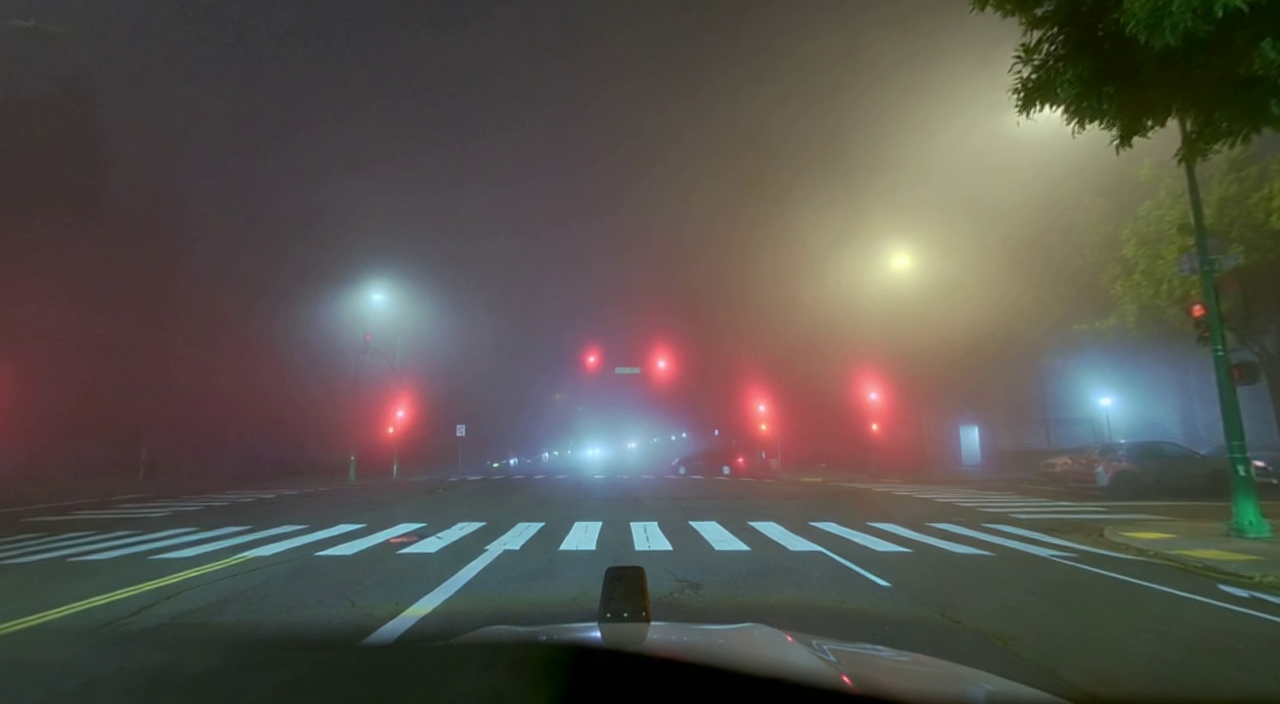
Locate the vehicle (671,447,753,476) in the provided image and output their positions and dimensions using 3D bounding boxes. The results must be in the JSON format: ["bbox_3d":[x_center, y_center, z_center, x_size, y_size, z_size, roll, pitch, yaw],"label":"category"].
[{"bbox_3d":[4.015,6.143,35.668,1.972,1.522,4.368,7,-11,-42],"label":"vehicle"}]

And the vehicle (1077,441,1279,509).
[{"bbox_3d":[13.029,2.791,14.550,4.424,1.436,1.804,-1,-8,5],"label":"vehicle"}]
